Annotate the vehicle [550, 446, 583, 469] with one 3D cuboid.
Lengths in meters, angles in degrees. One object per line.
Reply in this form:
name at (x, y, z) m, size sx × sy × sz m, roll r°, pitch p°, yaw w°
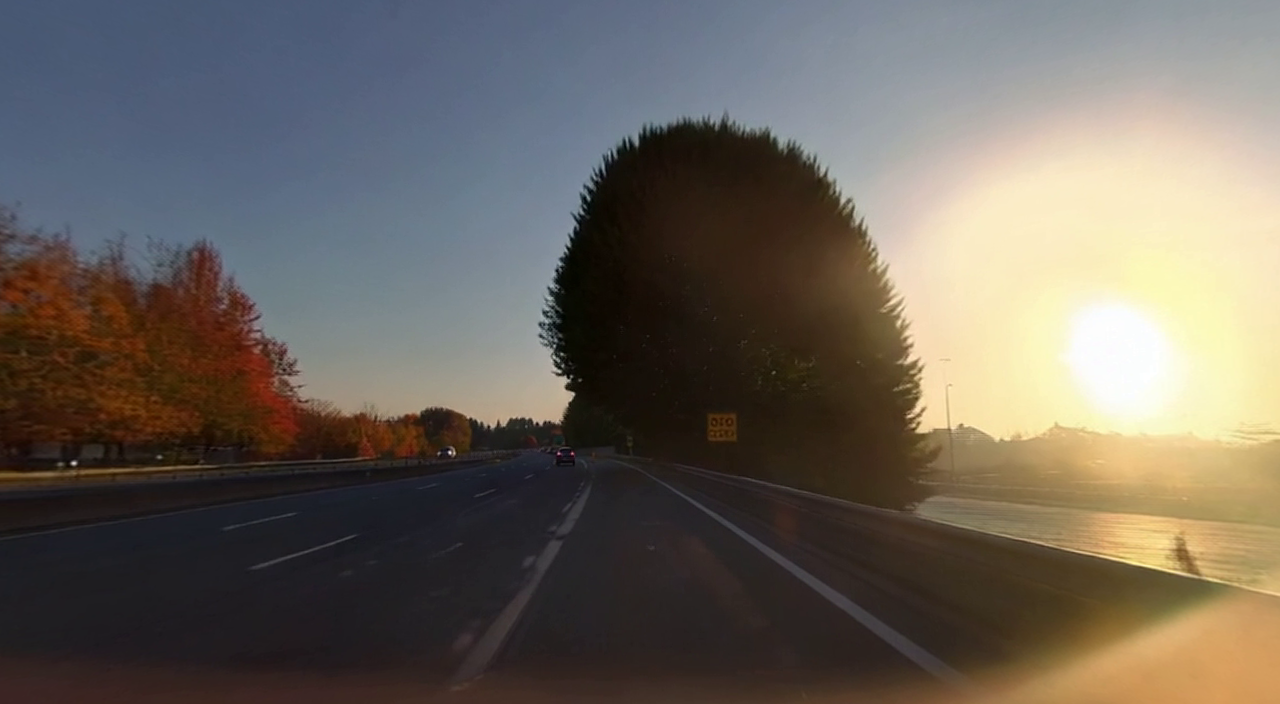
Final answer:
vehicle at (-5.349, 7.746, 46.114) m, size 2.248 × 1.619 × 3.848 m, roll 0°, pitch -9°, yaw -4°
